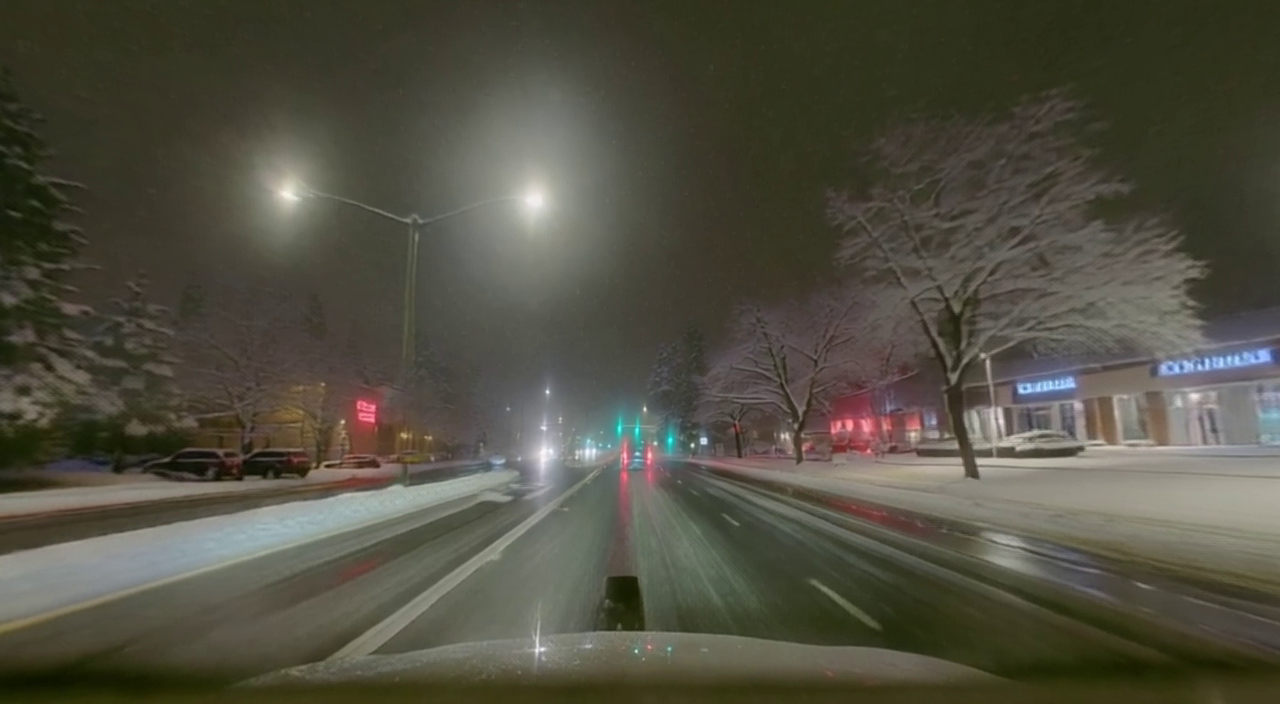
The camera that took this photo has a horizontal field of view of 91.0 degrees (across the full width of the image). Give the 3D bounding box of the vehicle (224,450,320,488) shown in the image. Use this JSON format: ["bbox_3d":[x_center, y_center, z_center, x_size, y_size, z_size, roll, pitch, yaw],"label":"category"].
[{"bbox_3d":[-19.422,6.166,33.565,2.072,1.804,5.136,0,-8,-1],"label":"vehicle"}]

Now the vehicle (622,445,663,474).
[{"bbox_3d":[0.070,5.701,33.716,1.998,1.452,3.773,0,-8,-2],"label":"vehicle"}]

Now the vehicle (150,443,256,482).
[{"bbox_3d":[-24.124,6.087,35.054,2.146,1.939,5.462,1,-8,-2],"label":"vehicle"}]
